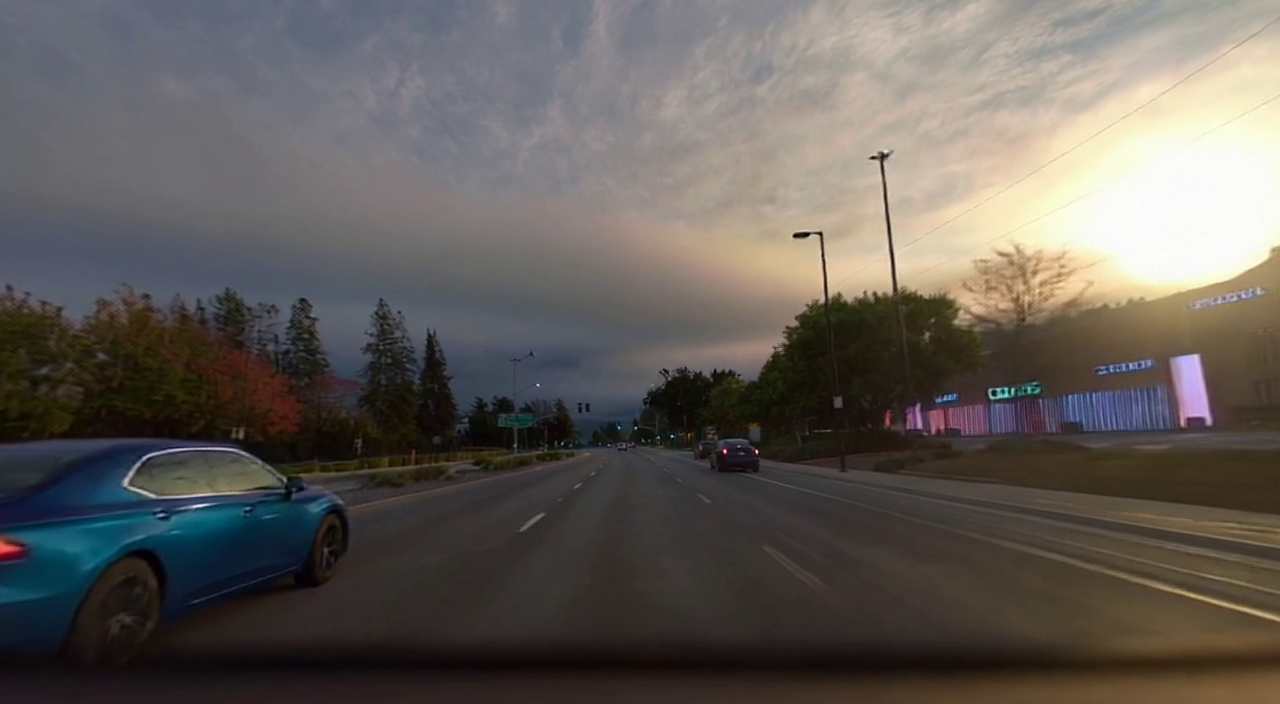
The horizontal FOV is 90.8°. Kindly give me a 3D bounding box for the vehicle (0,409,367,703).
[{"bbox_3d":[-3.799,1.217,4.271,2.017,1.470,4.293,0,-8,-1],"label":"vehicle"}]

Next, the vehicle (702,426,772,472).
[{"bbox_3d":[4.581,4.733,30.928,2.476,2.016,5.586,0,-8,0],"label":"vehicle"}]
